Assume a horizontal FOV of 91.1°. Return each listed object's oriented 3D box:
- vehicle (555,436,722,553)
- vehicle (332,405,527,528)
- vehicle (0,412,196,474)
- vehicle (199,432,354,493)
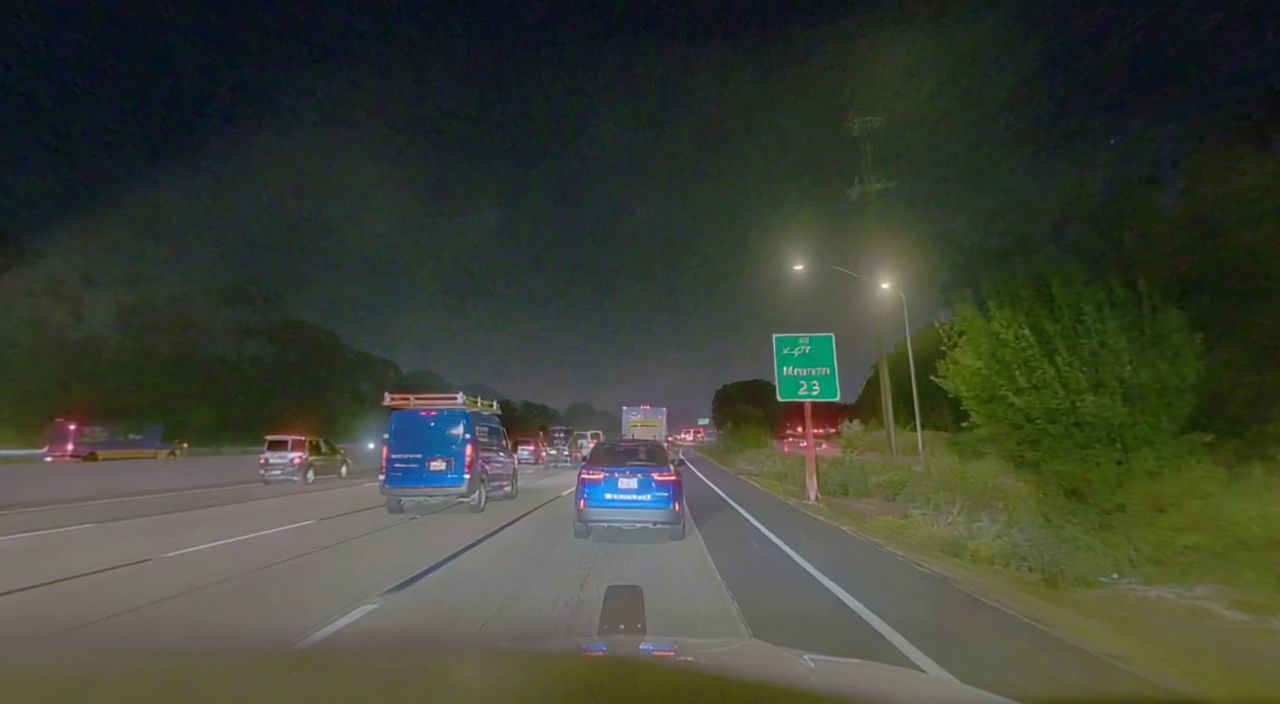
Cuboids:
[{"bbox_3d":[-0.019,2.065,9.836,2.054,1.421,4.090,0,-8,0],"label":"vehicle"},{"bbox_3d":[-3.780,2.158,12.360,2.142,1.952,4.556,0,-8,1],"label":"vehicle"},{"bbox_3d":[-37.341,6.402,44.156,2.933,3.731,11.455,-1,-8,5],"label":"vehicle"},{"bbox_3d":[-11.393,3.478,20.192,2.000,1.695,4.806,0,-8,1],"label":"vehicle"}]
